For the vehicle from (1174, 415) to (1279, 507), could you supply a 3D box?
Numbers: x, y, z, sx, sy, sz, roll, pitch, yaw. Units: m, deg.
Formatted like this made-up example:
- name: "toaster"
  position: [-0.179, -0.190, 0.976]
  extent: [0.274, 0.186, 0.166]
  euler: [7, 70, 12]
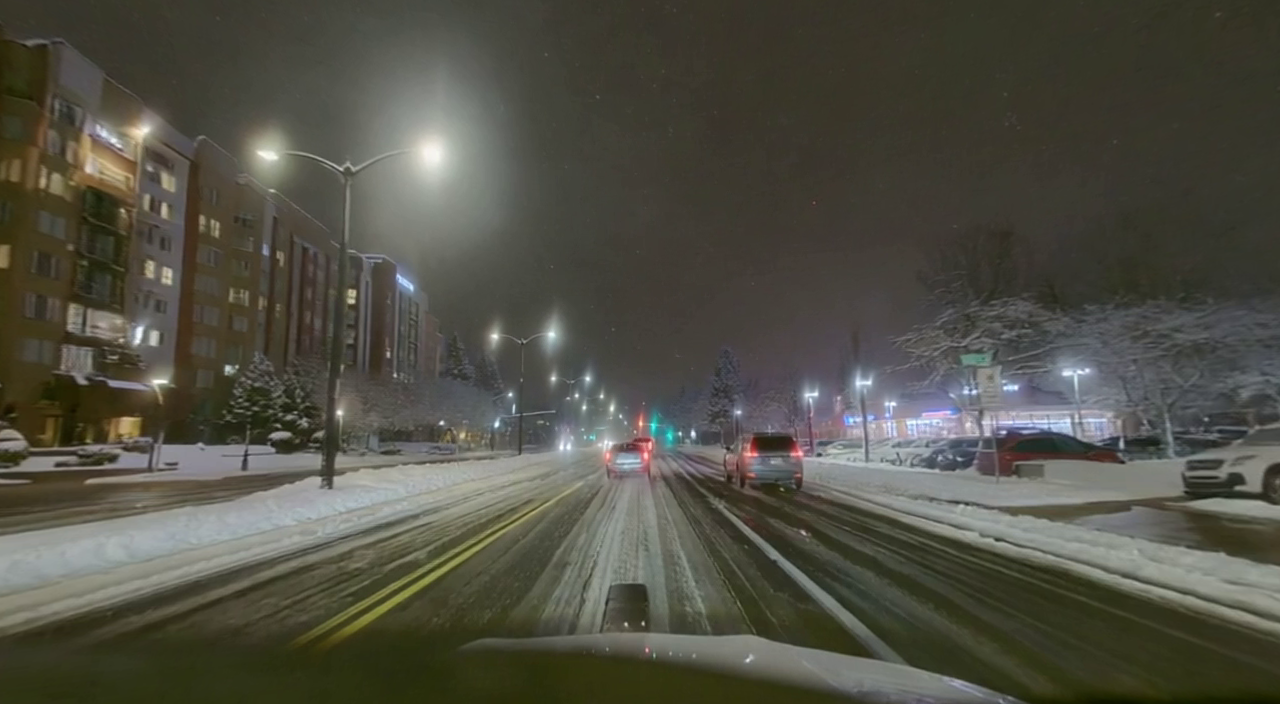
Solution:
- name: "vehicle"
  position: [12.747, 2.024, 11.725]
  extent: [1.871, 1.691, 4.306]
  euler: [-1, -8, 2]

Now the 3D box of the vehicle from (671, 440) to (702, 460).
- name: "vehicle"
  position: [3.559, 7.564, 48.827]
  extent: [2.012, 1.462, 4.400]
  euler: [0, -8, 0]

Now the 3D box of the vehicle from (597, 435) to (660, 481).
- name: "vehicle"
  position: [-0.387, 3.779, 22.681]
  extent: [2.059, 1.477, 3.988]
  euler: [0, -8, 0]

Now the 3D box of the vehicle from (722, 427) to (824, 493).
- name: "vehicle"
  position: [3.747, 3.110, 18.525]
  extent: [2.007, 1.683, 4.171]
  euler: [0, -8, -1]

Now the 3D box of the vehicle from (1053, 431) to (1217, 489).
- name: "vehicle"
  position: [14.114, 3.019, 17.976]
  extent: [4.076, 1.478, 2.023]
  euler: [4, -9, -27]

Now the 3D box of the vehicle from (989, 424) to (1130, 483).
- name: "vehicle"
  position: [13.921, 3.331, 20.884]
  extent: [4.367, 1.748, 2.007]
  euler: [5, -10, -30]
